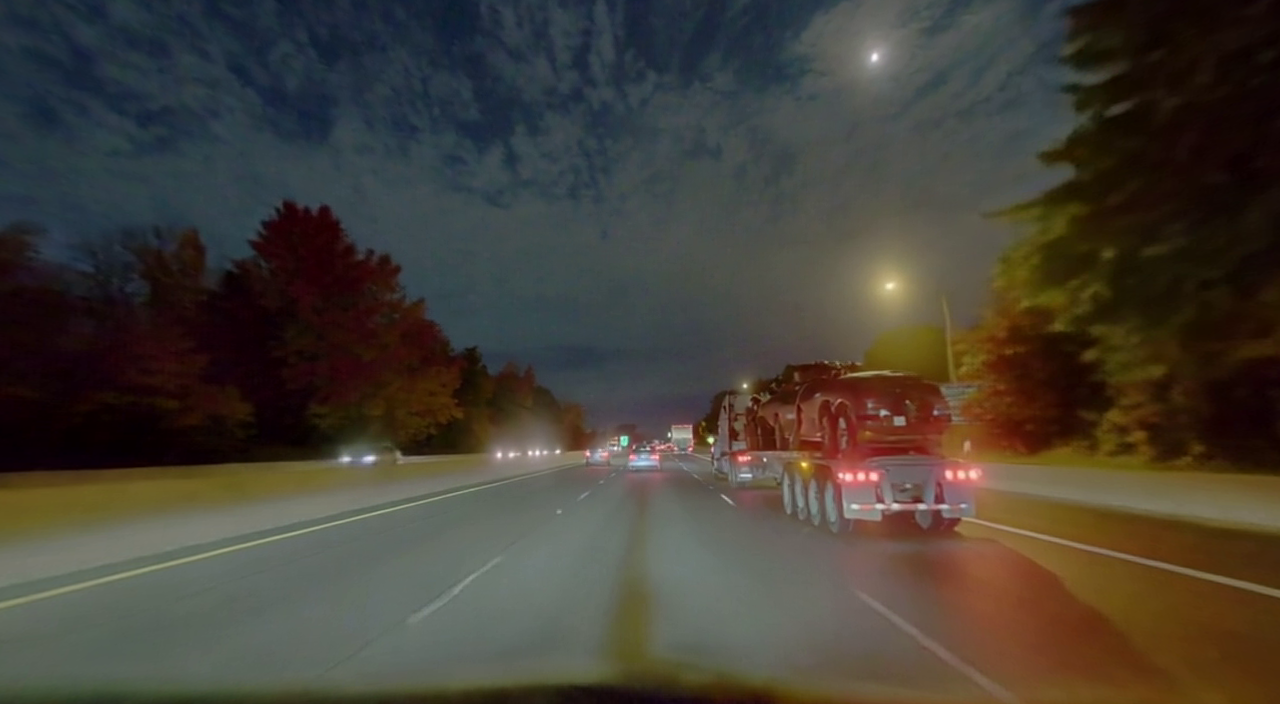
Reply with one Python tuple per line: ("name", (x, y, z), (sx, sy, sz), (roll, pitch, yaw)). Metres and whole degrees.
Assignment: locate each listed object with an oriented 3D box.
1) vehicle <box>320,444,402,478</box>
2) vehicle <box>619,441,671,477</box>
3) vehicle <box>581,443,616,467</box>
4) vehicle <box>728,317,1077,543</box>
("vehicle", (-14.050, 5.482, 31.984), (1.925, 1.552, 4.531), (0, -8, 2))
("vehicle", (0.275, 4.758, 28.307), (2.152, 1.484, 4.211), (0, -8, 2))
("vehicle", (-2.660, 6.709, 41.152), (1.928, 1.464, 3.706), (0, -8, 2))
("vehicle", (4.667, 2.053, 15.649), (3.150, 3.257, 13.098), (0, -8, 0))
